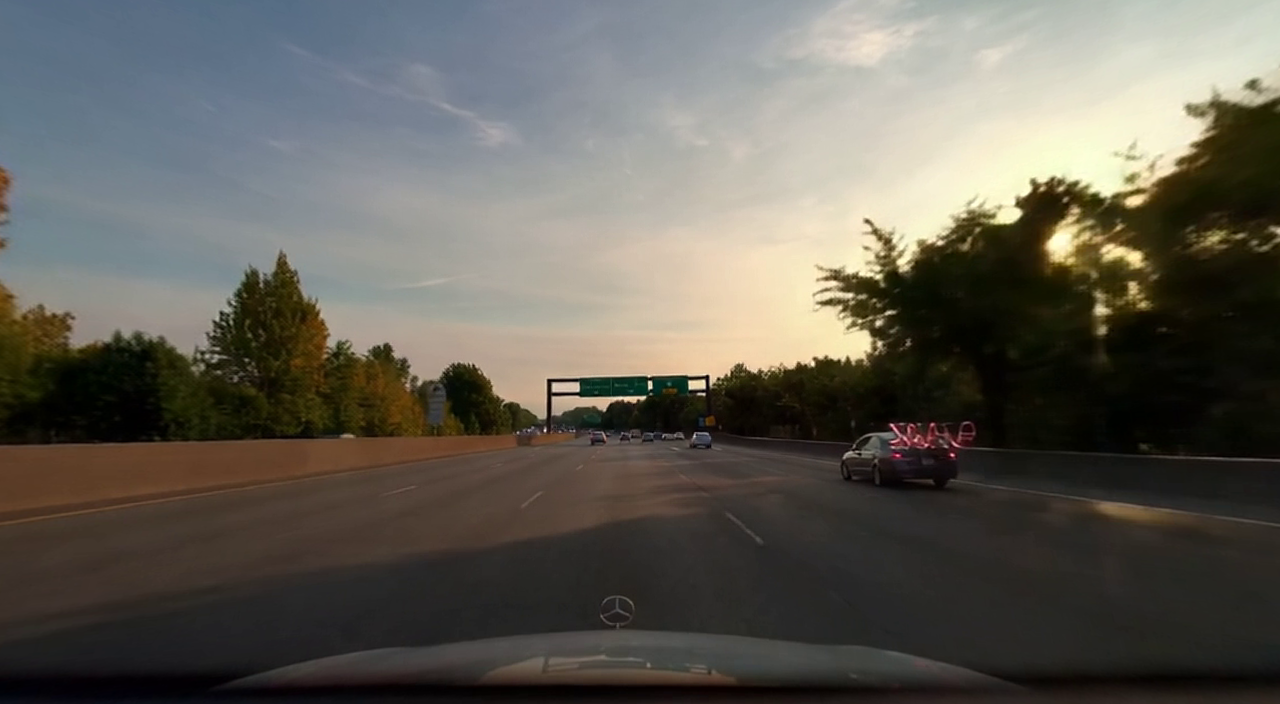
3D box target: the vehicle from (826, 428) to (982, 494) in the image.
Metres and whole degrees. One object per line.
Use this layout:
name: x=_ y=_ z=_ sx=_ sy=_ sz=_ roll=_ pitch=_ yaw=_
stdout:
vehicle: x=6.837 y=2.847 z=17.031 sx=2.034 sy=1.511 sz=4.785 roll=0 pitch=-8 yaw=-1

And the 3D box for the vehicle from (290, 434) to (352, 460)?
vehicle: x=-21.386 y=6.354 z=42.397 sx=1.925 sy=1.584 sz=4.394 roll=0 pitch=-7 yaw=-1
